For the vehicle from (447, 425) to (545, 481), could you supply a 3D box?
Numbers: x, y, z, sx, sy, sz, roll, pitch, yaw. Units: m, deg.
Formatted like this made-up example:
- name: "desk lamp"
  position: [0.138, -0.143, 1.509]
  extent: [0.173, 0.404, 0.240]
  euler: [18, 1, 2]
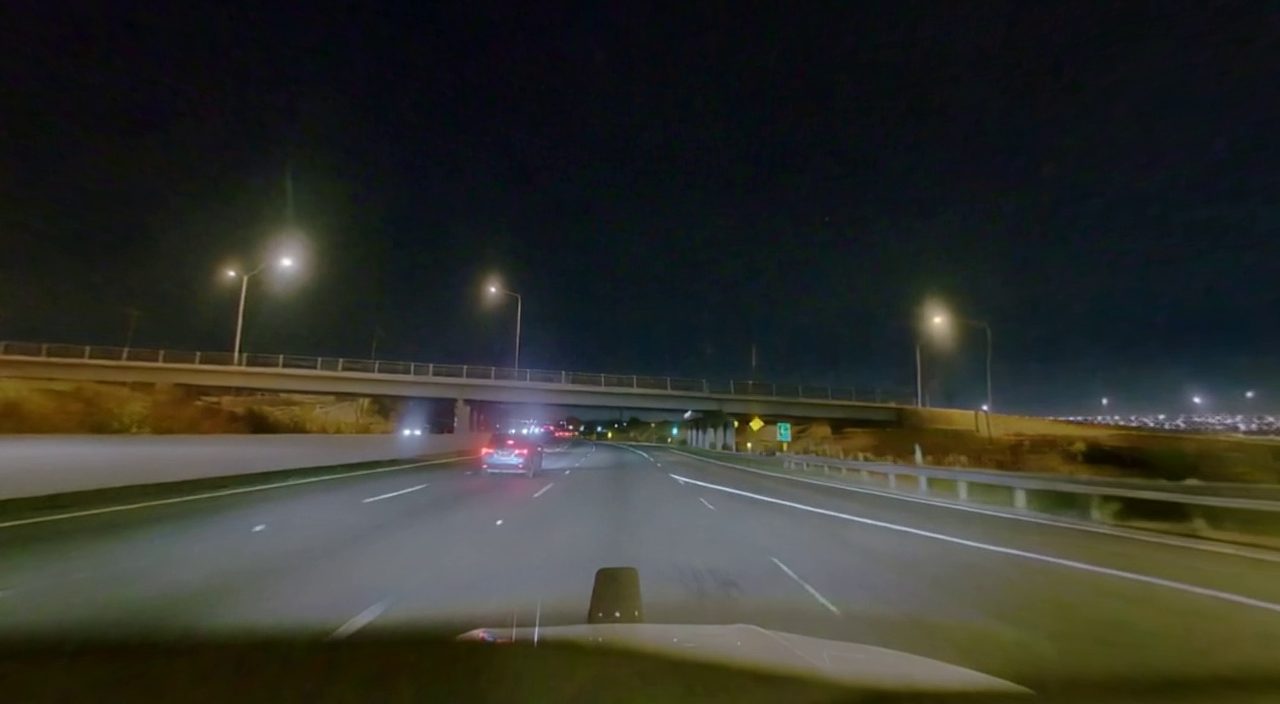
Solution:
- name: "vehicle"
  position: [-4.538, 3.271, 20.665]
  extent: [2.123, 1.601, 4.887]
  euler: [0, -8, -1]
